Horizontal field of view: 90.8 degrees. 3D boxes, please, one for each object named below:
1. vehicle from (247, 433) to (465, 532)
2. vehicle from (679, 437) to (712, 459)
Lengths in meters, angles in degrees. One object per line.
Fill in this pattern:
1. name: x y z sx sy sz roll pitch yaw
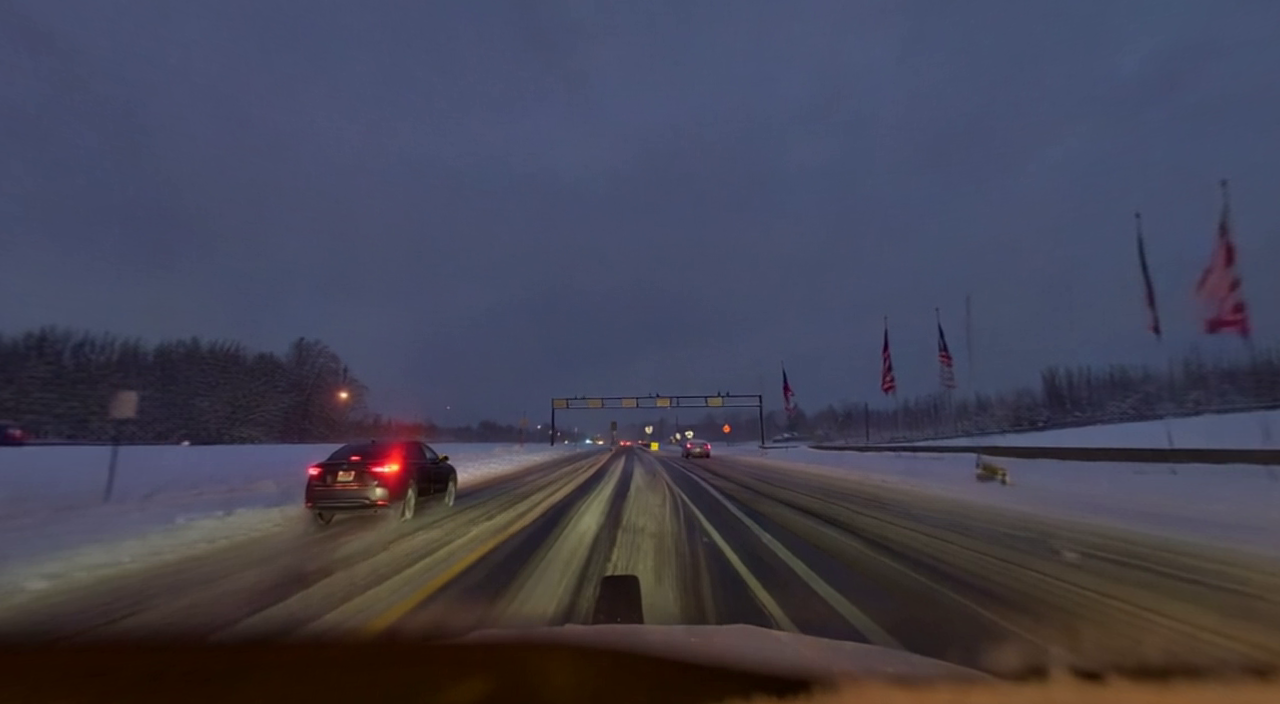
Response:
1. vehicle: -4.860 2.270 11.676 1.981 1.465 4.334 0 -8 0
2. vehicle: 4.244 7.488 49.236 2.072 1.639 4.919 0 -8 -1
